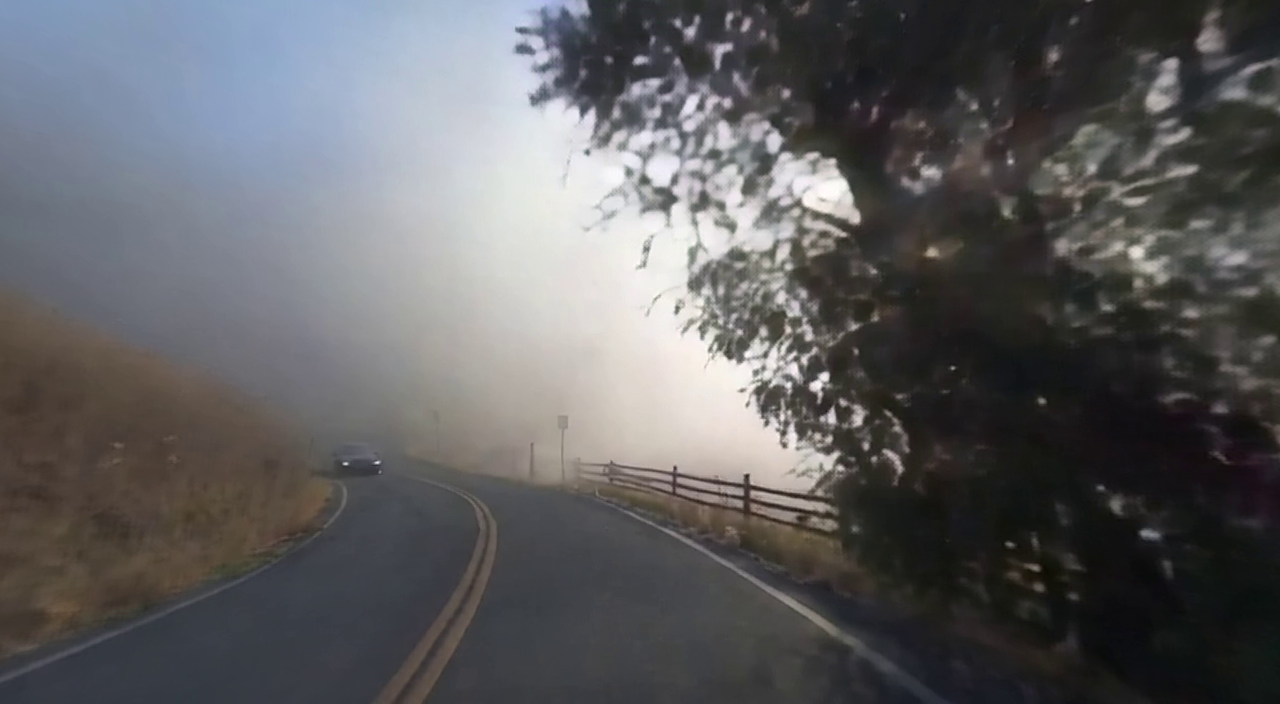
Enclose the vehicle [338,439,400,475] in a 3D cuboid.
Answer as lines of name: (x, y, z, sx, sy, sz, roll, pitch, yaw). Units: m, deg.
vehicle: (-13.071, 4.981, 30.206, 2.075, 1.562, 4.241, 5, -9, -31)
